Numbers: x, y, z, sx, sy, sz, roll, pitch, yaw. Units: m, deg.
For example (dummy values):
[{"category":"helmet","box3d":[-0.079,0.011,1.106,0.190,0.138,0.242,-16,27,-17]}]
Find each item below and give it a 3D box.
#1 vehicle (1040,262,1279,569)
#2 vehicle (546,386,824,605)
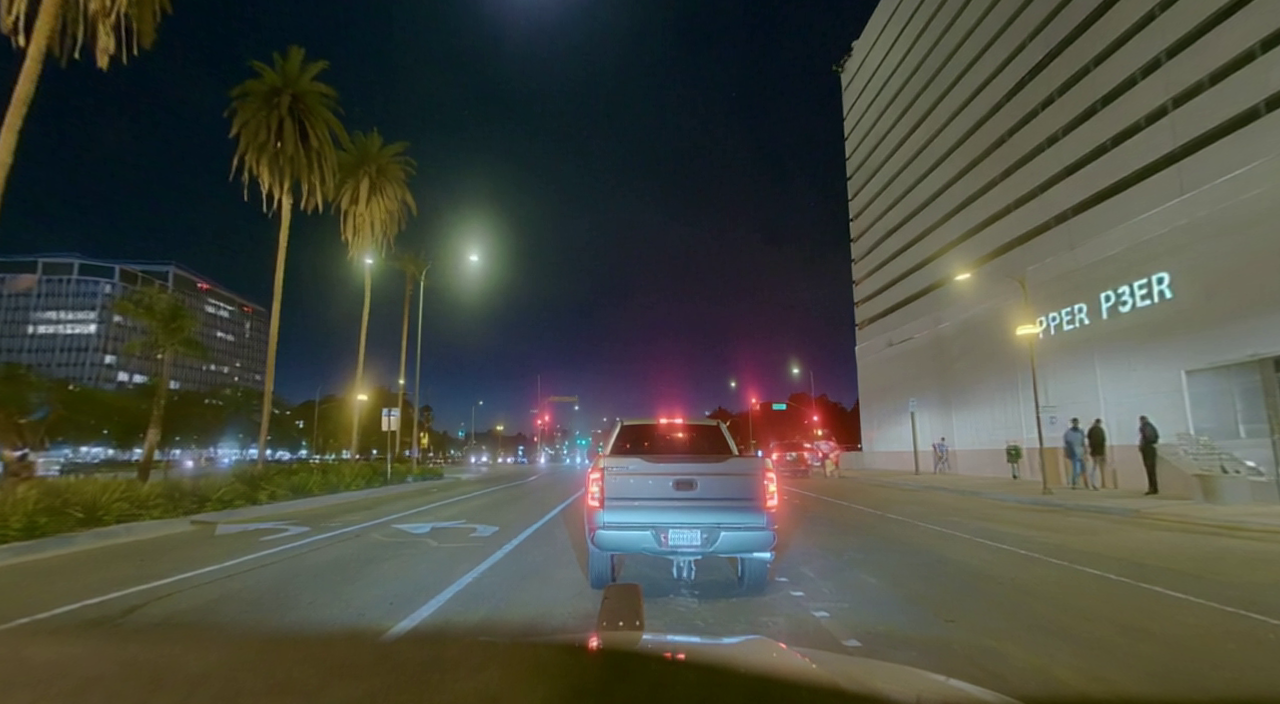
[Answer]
[{"category":"vehicle","box3d":[7.922,0.893,8.599,2.666,3.345,3.622,-1,-9,8]},{"category":"vehicle","box3d":[0.407,1.591,7.983,2.311,1.819,5.255,0,-8,1]}]
